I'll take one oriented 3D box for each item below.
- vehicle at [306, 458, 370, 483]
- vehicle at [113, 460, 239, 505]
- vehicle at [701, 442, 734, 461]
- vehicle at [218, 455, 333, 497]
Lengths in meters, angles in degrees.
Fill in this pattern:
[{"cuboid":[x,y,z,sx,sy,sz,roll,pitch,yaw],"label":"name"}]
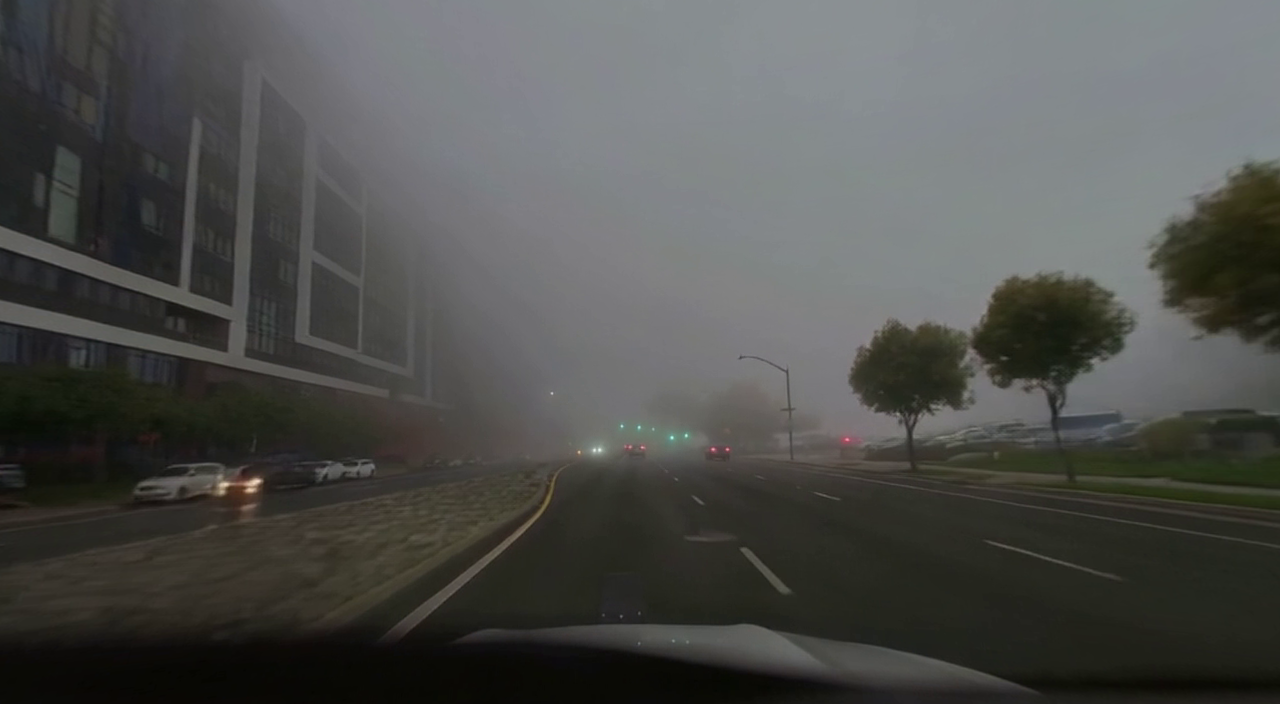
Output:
[{"cuboid":[-19.178,7.517,40.369,1.850,1.451,4.450,0,-9,1],"label":"vehicle"},{"cuboid":[-19.137,5.380,26.396,1.869,1.606,4.617,0,-9,-2],"label":"vehicle"},{"cuboid":[6.051,7.860,49.868,1.992,1.447,4.414,0,-9,-1],"label":"vehicle"},{"cuboid":[-15.111,5.122,26.568,1.955,1.516,4.849,0,-9,0],"label":"vehicle"}]
